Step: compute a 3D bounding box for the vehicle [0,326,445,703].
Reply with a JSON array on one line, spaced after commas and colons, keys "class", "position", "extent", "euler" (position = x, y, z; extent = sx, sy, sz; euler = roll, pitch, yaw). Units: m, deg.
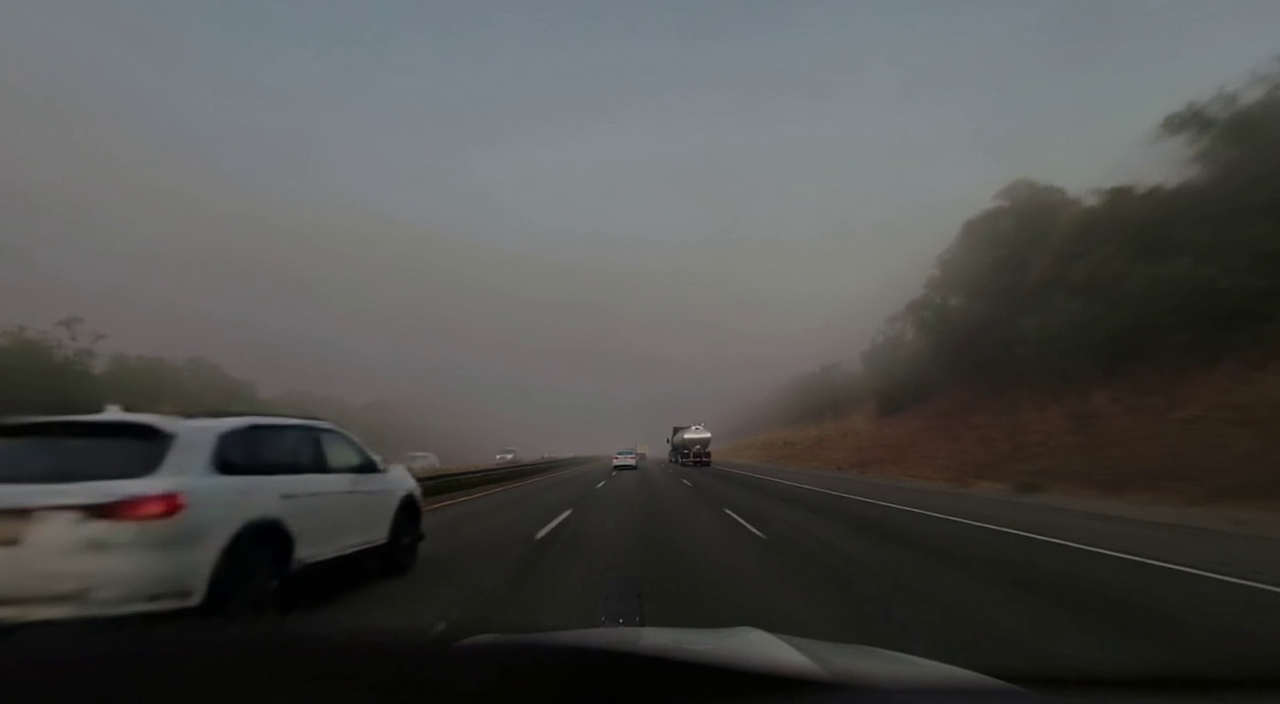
[{"class": "vehicle", "position": [-3.286, 1.161, 4.516], "extent": [2.258, 1.805, 4.665], "euler": [0, -9, 0]}]

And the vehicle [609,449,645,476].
[{"class": "vehicle", "position": [-0.713, 6.463, 37.129], "extent": [2.013, 1.498, 3.908], "euler": [-1, -9, 1]}]
